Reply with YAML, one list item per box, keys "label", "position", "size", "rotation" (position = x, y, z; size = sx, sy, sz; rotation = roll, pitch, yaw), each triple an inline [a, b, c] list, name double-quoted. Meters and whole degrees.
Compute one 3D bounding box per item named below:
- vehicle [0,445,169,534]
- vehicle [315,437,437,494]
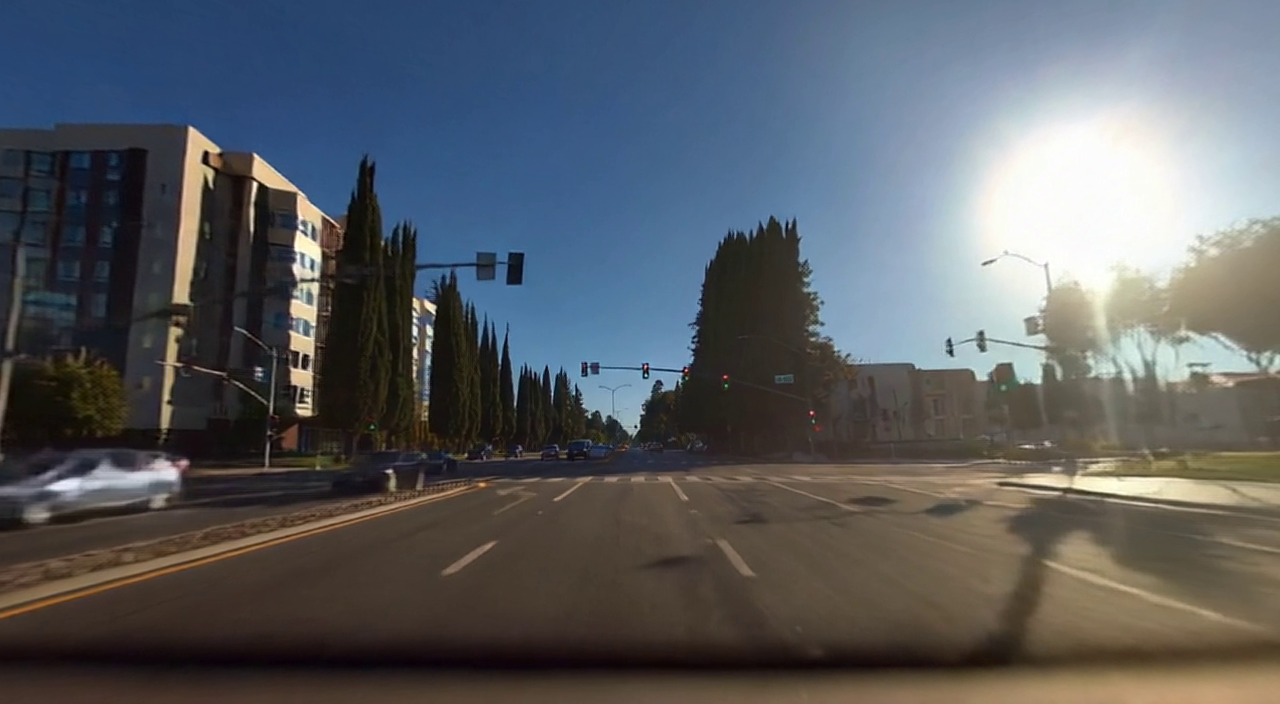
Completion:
- label: "vehicle"
  position: [-11.869, 2.568, 12.278]
  size: [1.952, 1.478, 4.521]
  rotation: [0, -8, 0]
- label: "vehicle"
  position: [-8.767, 3.787, 21.502]
  size: [2.140, 1.685, 4.571]
  rotation: [0, -8, 0]
